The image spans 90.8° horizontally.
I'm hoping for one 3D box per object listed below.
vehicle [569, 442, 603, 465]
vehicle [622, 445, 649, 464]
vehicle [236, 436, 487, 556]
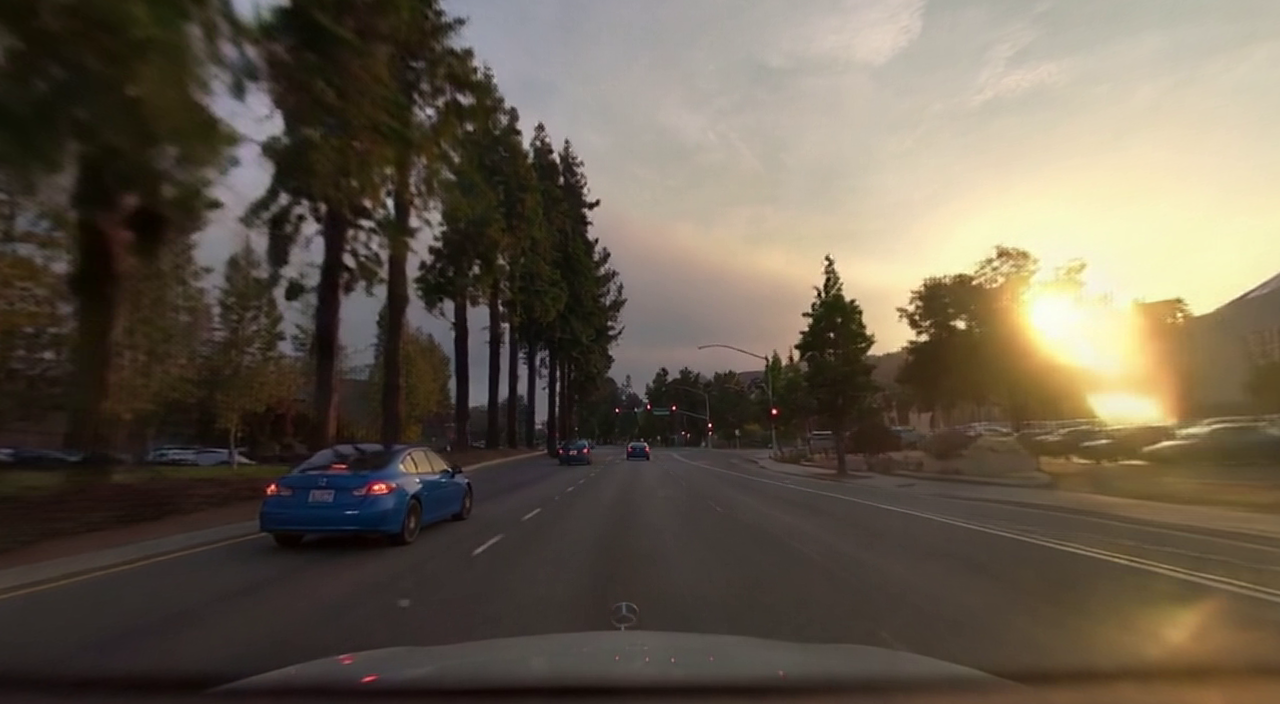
[{"bbox_3d":[-3.892,7.459,46.457,2.103,1.592,4.160,0,-9,1],"label":"vehicle"},{"bbox_3d":[-0.383,7.919,49.019,1.991,1.431,4.199,0,-9,-1],"label":"vehicle"},{"bbox_3d":[-3.872,2.059,9.809,1.905,1.418,4.396,0,-9,0],"label":"vehicle"}]
